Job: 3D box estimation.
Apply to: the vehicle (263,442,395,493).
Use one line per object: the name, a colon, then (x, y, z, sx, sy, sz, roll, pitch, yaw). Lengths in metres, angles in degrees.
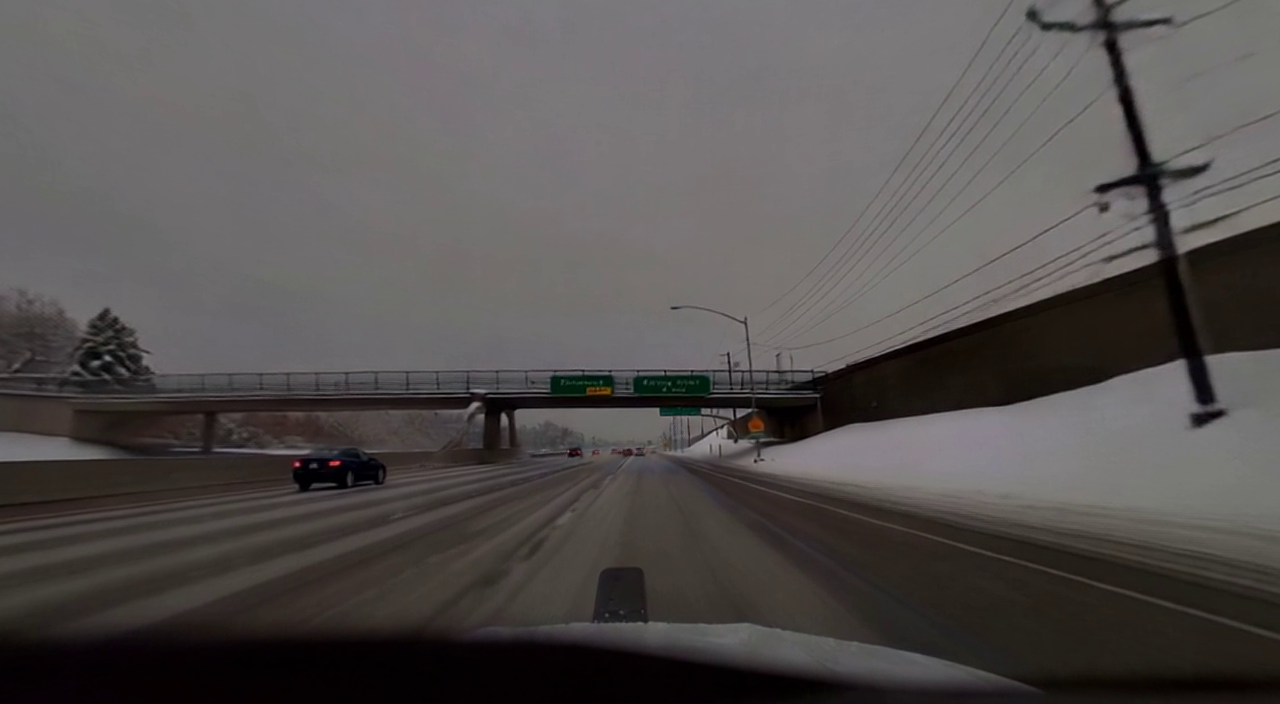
vehicle: (-10.172, 3.780, 21.117, 2.056, 1.476, 4.562, 0, -8, 1)
